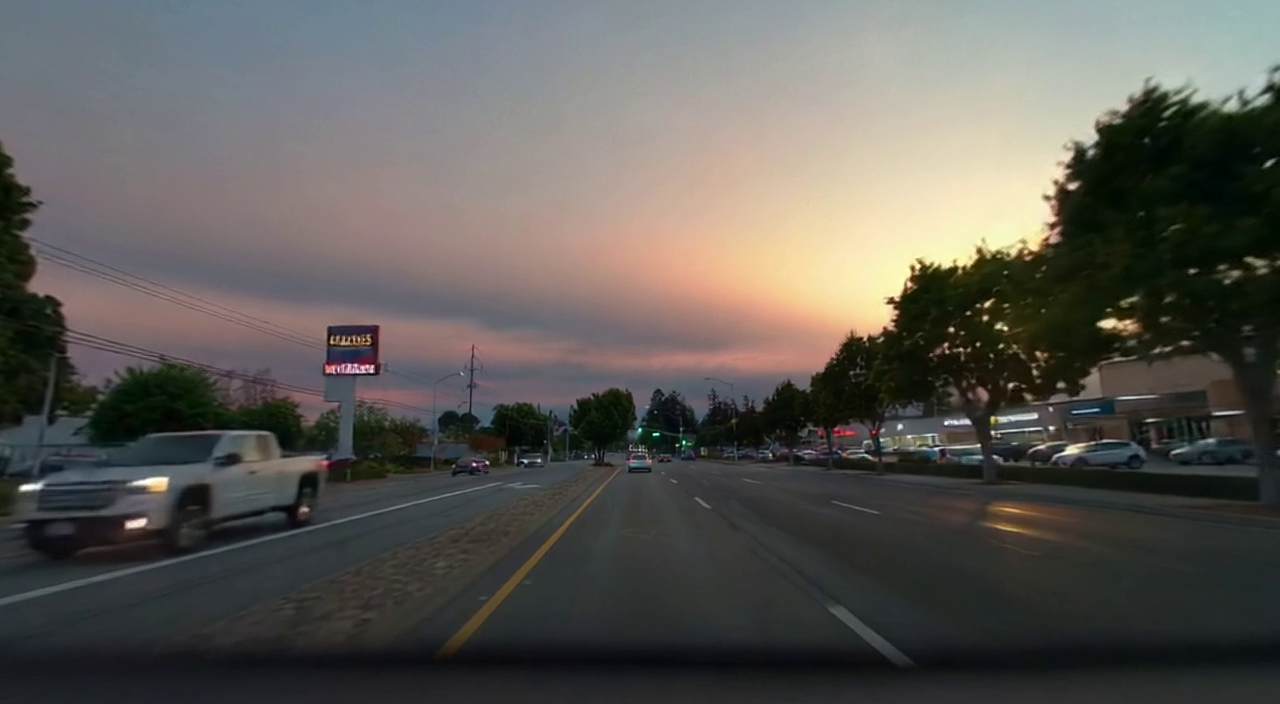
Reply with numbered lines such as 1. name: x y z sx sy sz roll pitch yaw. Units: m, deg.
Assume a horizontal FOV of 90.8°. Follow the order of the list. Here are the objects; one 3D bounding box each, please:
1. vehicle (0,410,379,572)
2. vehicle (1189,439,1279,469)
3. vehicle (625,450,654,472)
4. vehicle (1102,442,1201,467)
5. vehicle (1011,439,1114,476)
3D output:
1. vehicle: -7.756 2.407 12.097 2.575 2.178 6.917 0 -9 0
2. vehicle: 33.464 5.632 34.973 4.324 1.592 1.877 0 -9 -2
3. vehicle: -0.052 8.140 47.292 2.065 1.521 4.306 0 -9 -1
4. vehicle: 32.215 6.480 39.895 4.458 1.529 1.937 0 -9 1
5. vehicle: 20.987 5.208 31.362 4.558 1.657 2.149 4 -10 -27
